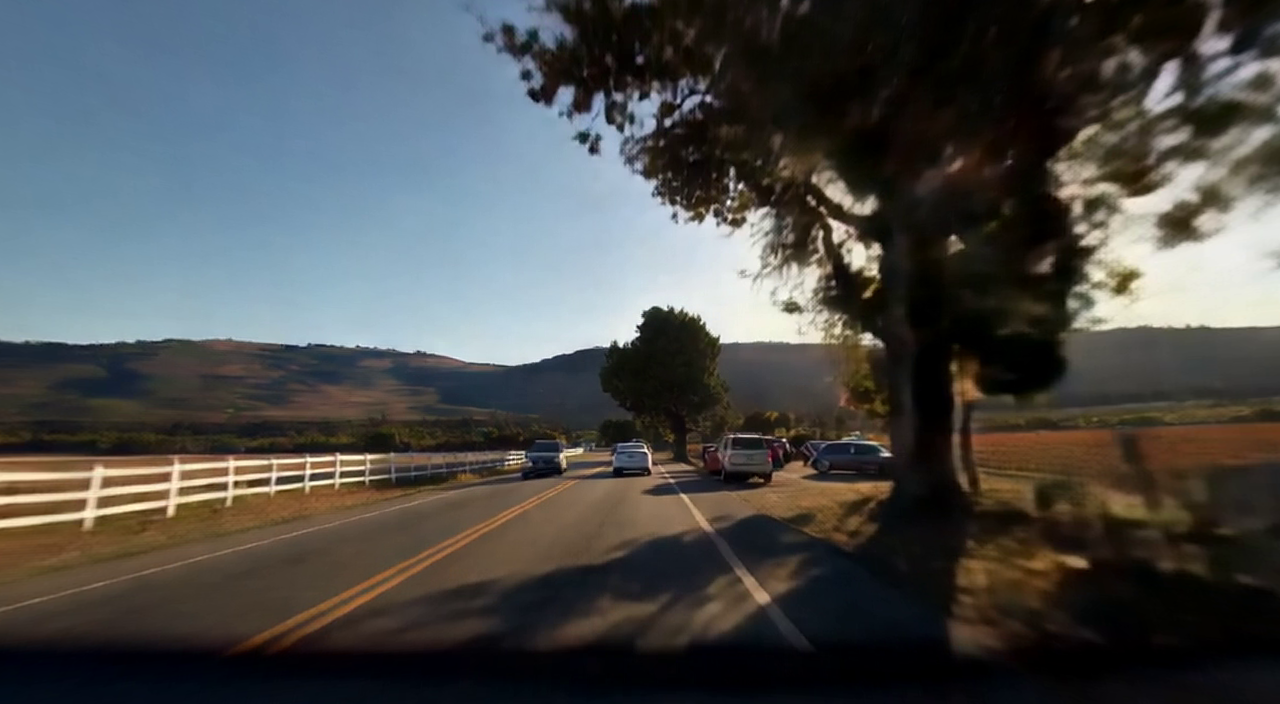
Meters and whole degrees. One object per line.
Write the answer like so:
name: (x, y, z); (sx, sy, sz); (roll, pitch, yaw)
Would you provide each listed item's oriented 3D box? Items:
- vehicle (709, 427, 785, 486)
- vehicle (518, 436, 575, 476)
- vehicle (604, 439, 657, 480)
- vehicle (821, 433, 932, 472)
vehicle: (3.886, 3.914, 23.922); (2.348, 1.969, 5.269); (-1, -9, 5)
vehicle: (-4.945, 5.603, 34.119); (2.221, 1.965, 5.135); (0, -9, 1)
vehicle: (-0.391, 4.683, 27.799); (2.158, 1.669, 4.006); (0, -9, 0)
vehicle: (9.999, 4.287, 27.100); (1.975, 1.545, 4.333); (3, -9, -22)
